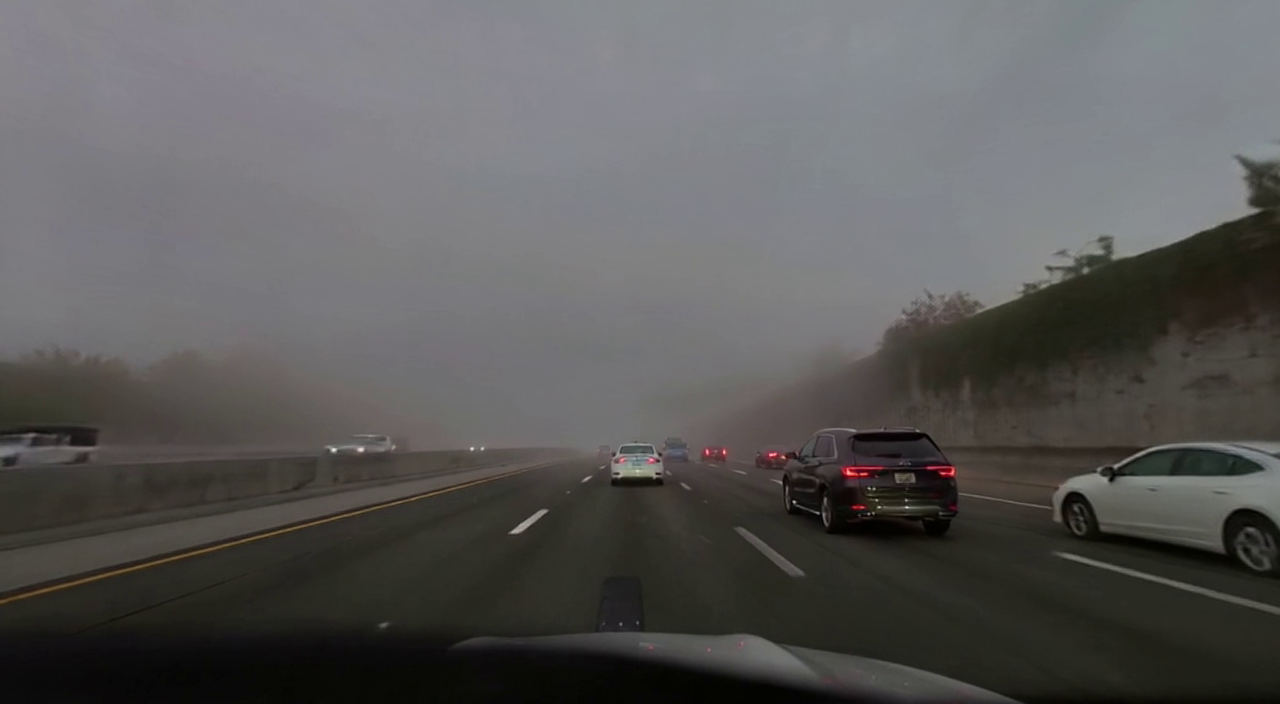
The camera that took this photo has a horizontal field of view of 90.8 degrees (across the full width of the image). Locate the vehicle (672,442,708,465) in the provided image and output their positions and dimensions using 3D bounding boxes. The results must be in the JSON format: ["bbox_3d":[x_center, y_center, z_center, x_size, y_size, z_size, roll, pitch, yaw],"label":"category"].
[{"bbox_3d":[3.337,6.880,42.965,1.998,1.490,4.296,0,-8,-2],"label":"vehicle"}]

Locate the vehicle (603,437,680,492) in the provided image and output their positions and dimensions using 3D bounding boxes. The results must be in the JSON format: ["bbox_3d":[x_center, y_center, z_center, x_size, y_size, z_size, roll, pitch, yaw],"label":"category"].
[{"bbox_3d":[-0.005,3.357,19.234,2.098,1.475,3.997,0,-8,-1],"label":"vehicle"}]

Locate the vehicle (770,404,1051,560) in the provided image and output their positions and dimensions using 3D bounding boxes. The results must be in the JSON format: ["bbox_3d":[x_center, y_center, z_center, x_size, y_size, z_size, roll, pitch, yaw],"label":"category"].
[{"bbox_3d":[3.636,1.856,9.753,2.162,1.800,4.693,0,-8,-1],"label":"vehicle"}]

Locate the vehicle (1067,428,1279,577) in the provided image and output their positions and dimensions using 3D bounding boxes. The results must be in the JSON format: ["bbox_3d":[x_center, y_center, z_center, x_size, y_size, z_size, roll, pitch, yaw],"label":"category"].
[{"bbox_3d":[7.307,1.621,7.138,1.872,1.469,4.414,0,-8,0],"label":"vehicle"}]

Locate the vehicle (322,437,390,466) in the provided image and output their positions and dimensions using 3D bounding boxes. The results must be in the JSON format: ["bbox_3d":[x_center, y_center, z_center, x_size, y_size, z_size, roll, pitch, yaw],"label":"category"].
[{"bbox_3d":[-18.064,6.356,40.464,2.043,1.666,4.931,0,-9,0],"label":"vehicle"}]

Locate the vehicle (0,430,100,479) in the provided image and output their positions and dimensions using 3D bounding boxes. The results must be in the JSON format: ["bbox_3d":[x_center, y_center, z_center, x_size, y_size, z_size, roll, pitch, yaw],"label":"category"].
[{"bbox_3d":[-25.123,4.163,25.705,2.055,1.818,4.803,0,-9,-2],"label":"vehicle"}]
